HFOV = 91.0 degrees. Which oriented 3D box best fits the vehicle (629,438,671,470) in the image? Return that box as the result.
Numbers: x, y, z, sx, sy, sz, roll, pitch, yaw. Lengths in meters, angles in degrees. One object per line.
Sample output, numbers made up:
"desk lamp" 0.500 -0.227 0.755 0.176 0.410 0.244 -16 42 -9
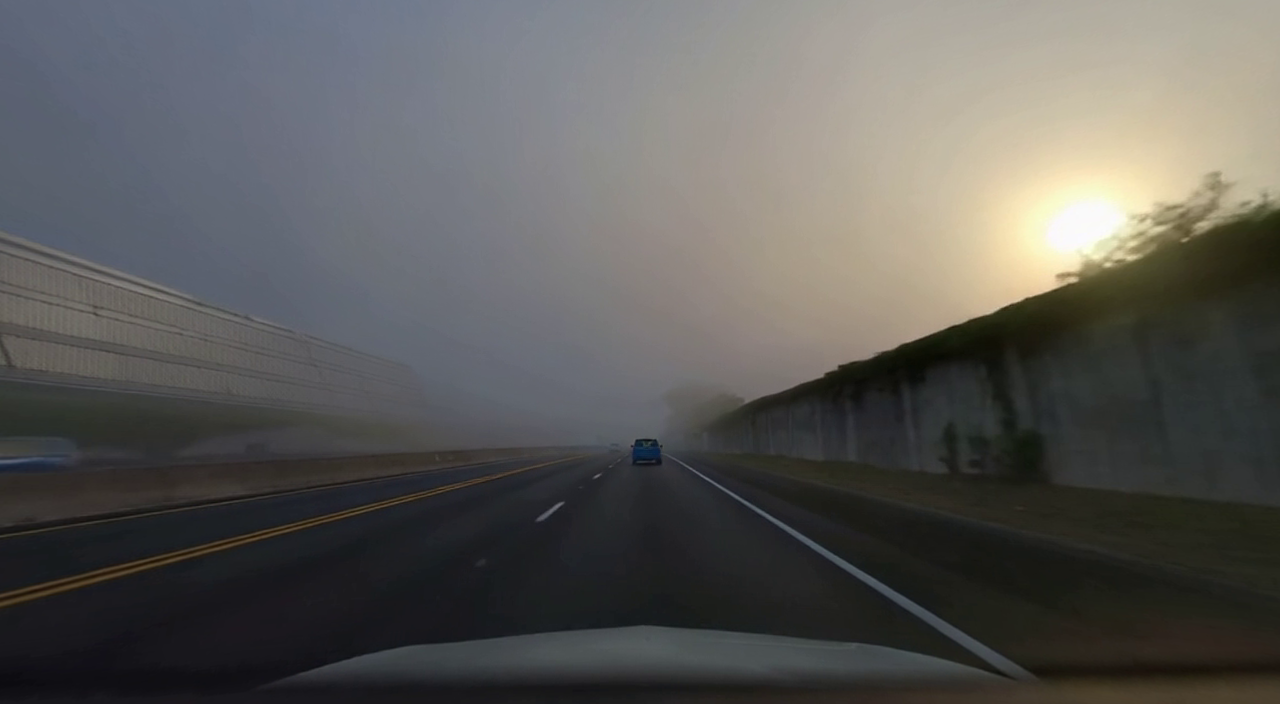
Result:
"vehicle" 0.475 5.003 31.073 1.997 1.484 3.409 0 -8 0
